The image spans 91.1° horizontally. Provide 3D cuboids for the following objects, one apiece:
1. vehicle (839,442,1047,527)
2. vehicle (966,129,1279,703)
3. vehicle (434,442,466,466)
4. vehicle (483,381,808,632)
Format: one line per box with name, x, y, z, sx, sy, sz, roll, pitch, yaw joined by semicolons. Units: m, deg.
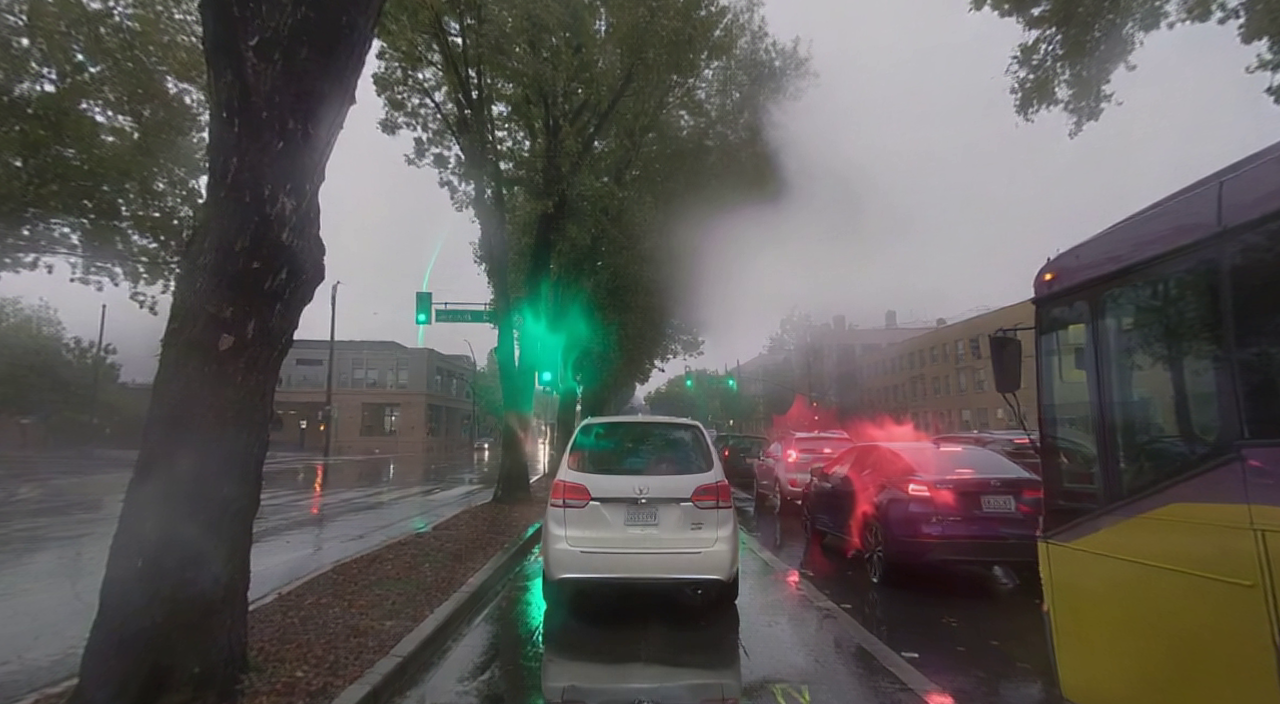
vehicle;5.985;2.639;13.223;1.987;1.457;4.675;0;-8;-1
vehicle;2.617;0.318;0.425;2.037;2.065;5.037;0;-8;0
vehicle;-14.345;7.639;47.248;1.924;1.720;4.097;3;-9;-22
vehicle;0.017;1.475;7.007;2.381;1.842;4.603;0;-8;-1
